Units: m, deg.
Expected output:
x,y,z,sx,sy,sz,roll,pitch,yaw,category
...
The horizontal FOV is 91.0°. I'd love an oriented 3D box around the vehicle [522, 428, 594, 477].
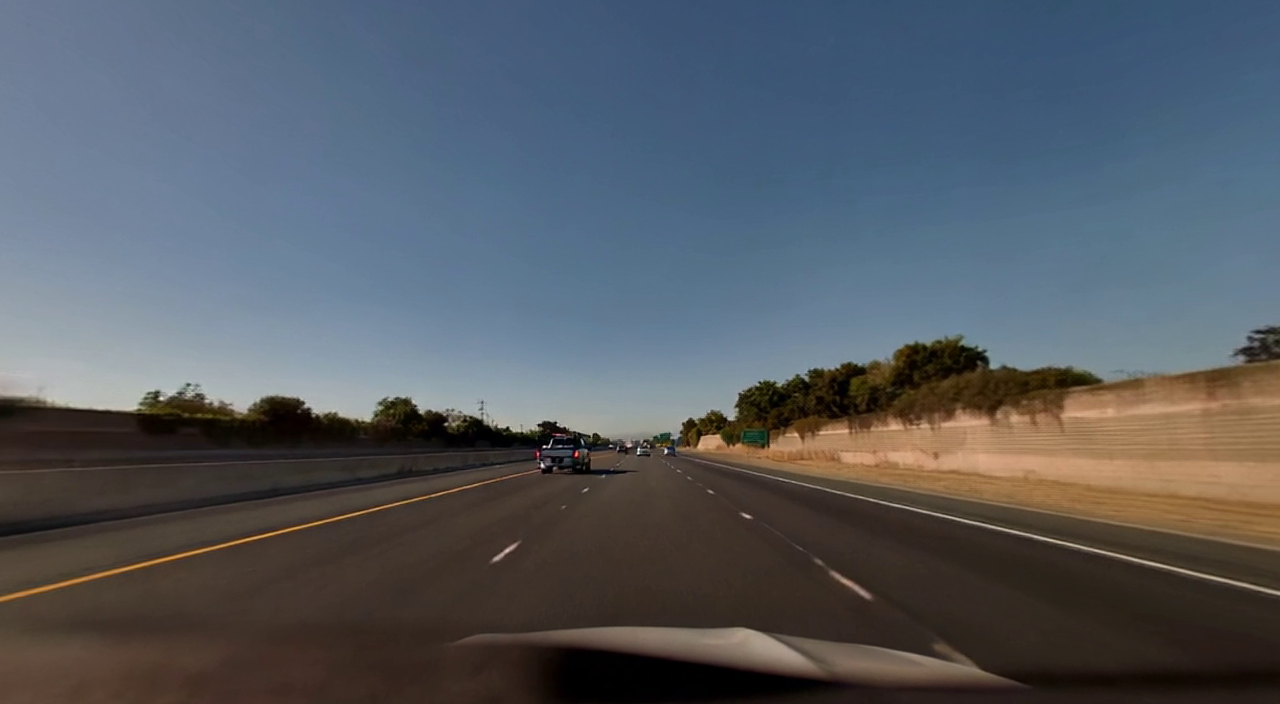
x,y,z,sx,sy,sz,roll,pitch,yaw,category
-3.495,4.451,28.054,2.379,1.918,5.504,0,-8,1,vehicle
